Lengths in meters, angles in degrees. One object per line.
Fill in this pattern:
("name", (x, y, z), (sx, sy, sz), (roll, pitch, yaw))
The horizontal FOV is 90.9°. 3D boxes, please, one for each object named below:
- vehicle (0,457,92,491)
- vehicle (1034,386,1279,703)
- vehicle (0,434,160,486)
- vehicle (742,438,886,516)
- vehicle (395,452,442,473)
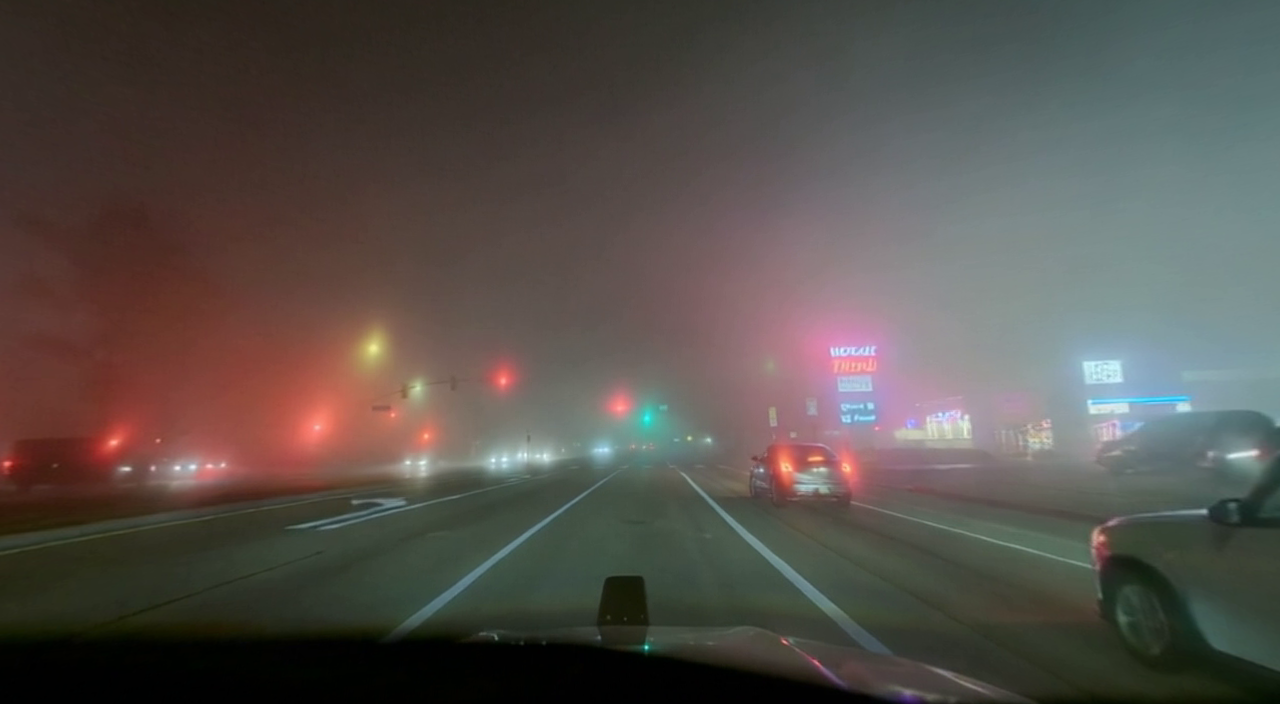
("vehicle", (-29.650, 5.908, 30.822), (1.966, 1.430, 4.309), (0, -9, -4))
("vehicle", (3.619, 0.834, 2.095), (1.931, 1.534, 4.126), (0, -8, 0))
("vehicle", (-30.968, 5.940, 34.813), (7.019, 2.687, 2.419), (-1, -8, 4))
("vehicle", (3.705, 2.736, 14.436), (1.870, 1.467, 4.800), (0, -8, -1))
("vehicle", (-17.030, 8.482, 48.600), (1.961, 1.500, 4.291), (0, -8, 1))
